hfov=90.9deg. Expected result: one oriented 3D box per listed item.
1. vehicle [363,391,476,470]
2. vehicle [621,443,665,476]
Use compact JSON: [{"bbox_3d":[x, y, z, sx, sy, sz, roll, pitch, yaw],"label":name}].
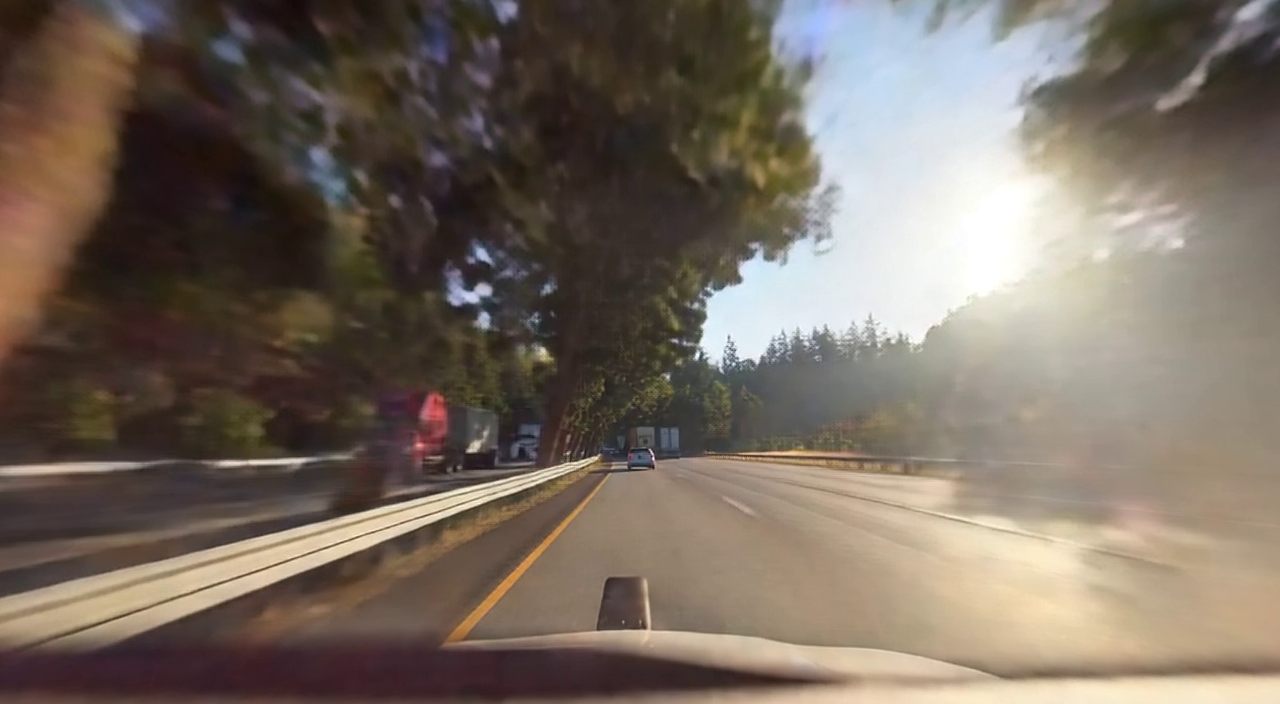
[{"bbox_3d":[-12.617,4.757,37.420,3.015,4.010,10.258,0,-9,0],"label":"vehicle"},{"bbox_3d":[0.100,5.333,31.445,2.069,1.523,4.012,0,-8,-1],"label":"vehicle"}]
